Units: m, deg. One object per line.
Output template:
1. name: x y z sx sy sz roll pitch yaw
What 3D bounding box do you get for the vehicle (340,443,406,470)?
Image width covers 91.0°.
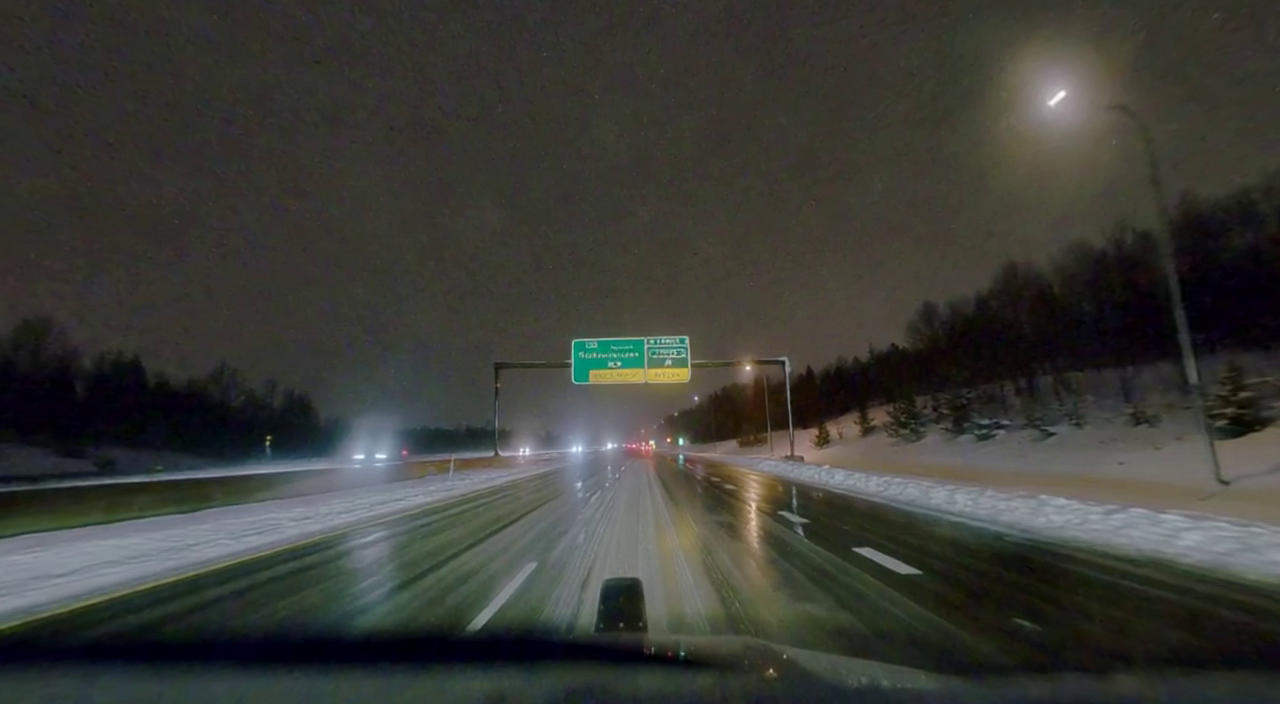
1. vehicle: -15.680 6.154 37.236 1.871 1.482 4.598 0 -8 0
